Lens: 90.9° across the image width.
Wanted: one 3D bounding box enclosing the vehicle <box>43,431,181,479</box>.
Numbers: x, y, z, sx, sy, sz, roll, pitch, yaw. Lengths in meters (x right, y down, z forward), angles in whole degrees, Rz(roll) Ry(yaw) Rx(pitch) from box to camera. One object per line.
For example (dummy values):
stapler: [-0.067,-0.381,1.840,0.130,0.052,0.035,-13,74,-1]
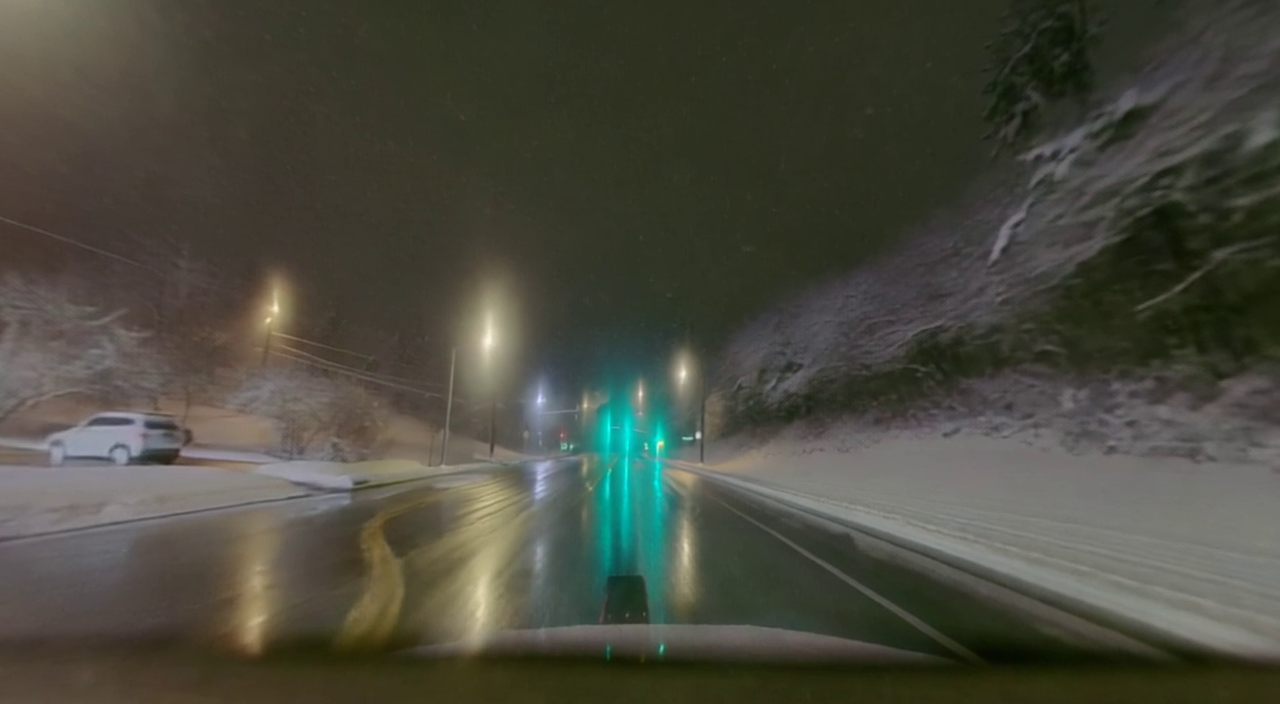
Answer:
vehicle: [-18.302,3.580,22.147,1.885,1.490,4.474,2,-9,-15]
